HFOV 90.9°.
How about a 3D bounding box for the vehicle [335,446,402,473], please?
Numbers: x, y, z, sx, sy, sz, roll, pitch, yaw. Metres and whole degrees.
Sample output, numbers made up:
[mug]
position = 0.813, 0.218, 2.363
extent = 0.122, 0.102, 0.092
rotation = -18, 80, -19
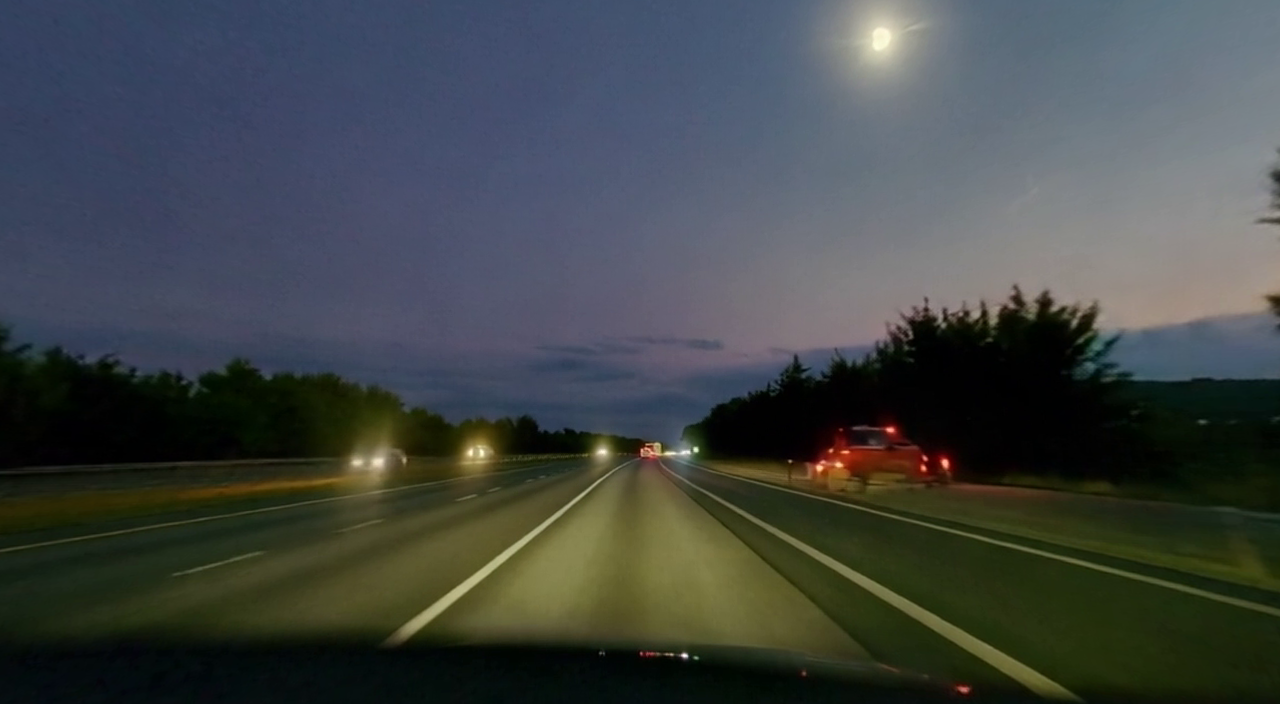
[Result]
[vehicle]
position = -15.906, 6.310, 37.134
extent = 1.851, 1.440, 4.562
rotation = 0, -9, 1
